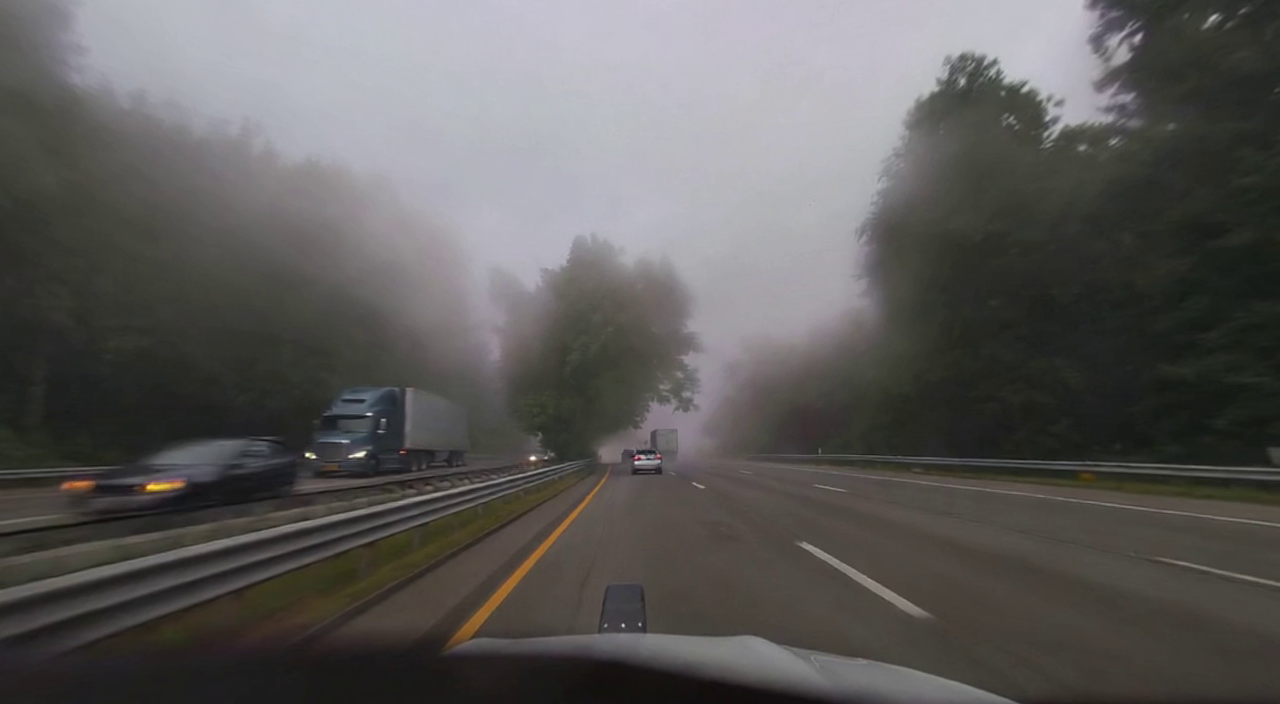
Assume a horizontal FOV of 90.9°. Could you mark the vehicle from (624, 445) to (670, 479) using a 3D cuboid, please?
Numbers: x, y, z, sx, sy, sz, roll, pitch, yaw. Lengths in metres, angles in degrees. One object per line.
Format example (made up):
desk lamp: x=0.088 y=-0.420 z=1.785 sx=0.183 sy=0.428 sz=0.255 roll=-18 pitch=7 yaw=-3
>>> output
vehicle: x=0.271 y=5.367 z=31.006 sx=2.069 sy=1.523 sz=4.012 roll=0 pitch=-9 yaw=-2

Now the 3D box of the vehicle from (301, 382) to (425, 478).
vehicle: x=-12.473 y=3.654 z=29.083 sx=2.983 sy=3.990 sz=5.739 roll=0 pitch=-9 yaw=0

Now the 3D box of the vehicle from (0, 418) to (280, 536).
vehicle: x=-8.067 y=1.960 z=10.375 sx=1.935 sy=1.557 sz=3.904 roll=0 pitch=-9 yaw=0
